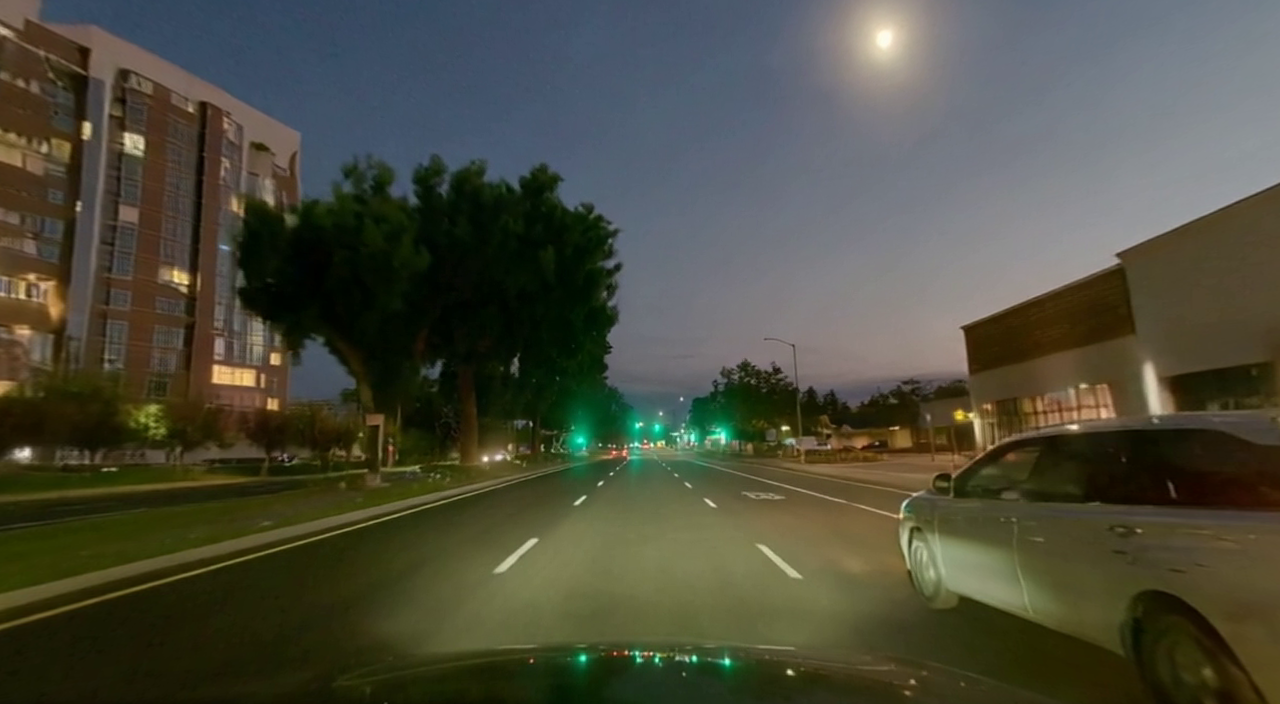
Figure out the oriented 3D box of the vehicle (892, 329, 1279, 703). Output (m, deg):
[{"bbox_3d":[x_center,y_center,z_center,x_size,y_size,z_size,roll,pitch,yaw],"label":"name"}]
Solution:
[{"bbox_3d":[3.185,0.903,2.990,2.090,1.685,4.436,0,-8,0],"label":"vehicle"}]
